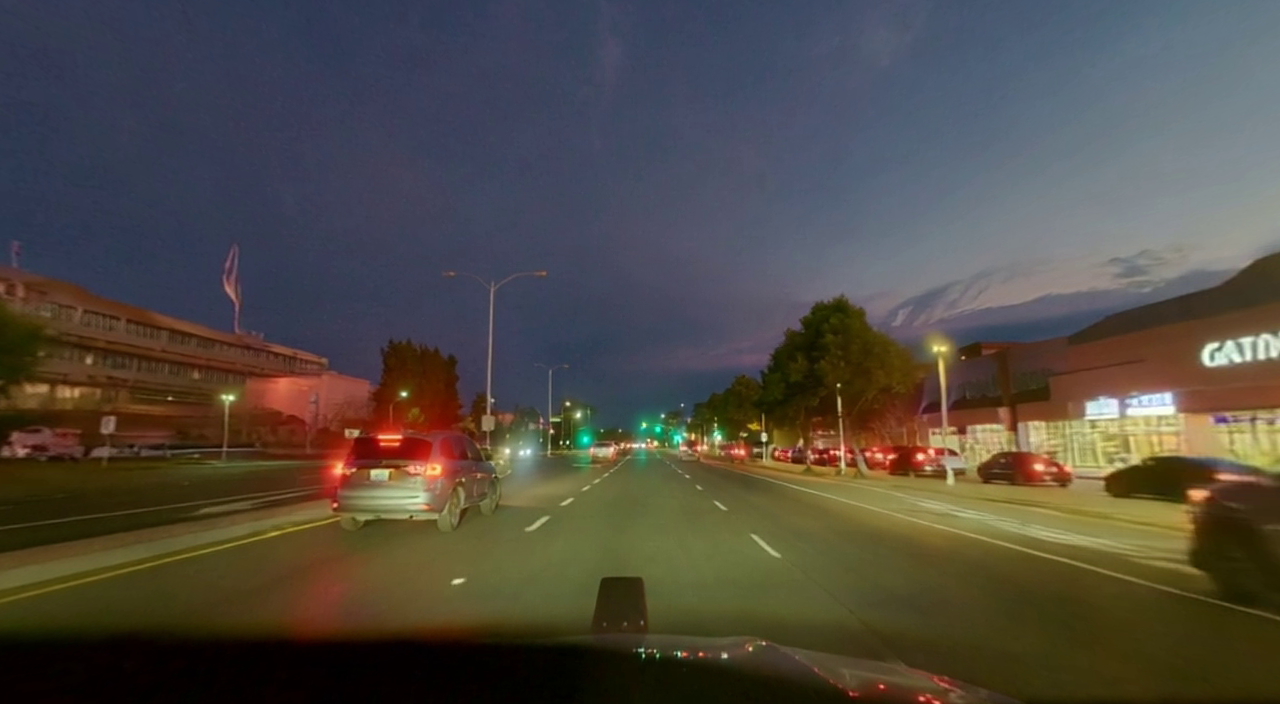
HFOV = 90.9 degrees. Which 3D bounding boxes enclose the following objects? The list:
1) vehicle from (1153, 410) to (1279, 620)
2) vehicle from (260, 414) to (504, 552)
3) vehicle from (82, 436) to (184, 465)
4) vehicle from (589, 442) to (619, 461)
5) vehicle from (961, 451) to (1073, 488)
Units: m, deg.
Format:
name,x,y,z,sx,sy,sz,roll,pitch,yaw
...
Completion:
name,x,y,z,sx,sy,sz,roll,pitch,yaw
vehicle,6.662,1.155,3.701,2.335,1.790,5.991,0,-8,1
vehicle,-3.532,1.869,9.593,1.983,1.635,3.957,0,-8,1
vehicle,-35.270,6.897,44.122,2.131,1.878,5.681,-1,-8,4
vehicle,-2.780,7.835,49.739,2.005,1.446,4.265,0,-8,1
vehicle,16.550,5.148,27.806,1.703,1.446,3.822,7,-12,-43
